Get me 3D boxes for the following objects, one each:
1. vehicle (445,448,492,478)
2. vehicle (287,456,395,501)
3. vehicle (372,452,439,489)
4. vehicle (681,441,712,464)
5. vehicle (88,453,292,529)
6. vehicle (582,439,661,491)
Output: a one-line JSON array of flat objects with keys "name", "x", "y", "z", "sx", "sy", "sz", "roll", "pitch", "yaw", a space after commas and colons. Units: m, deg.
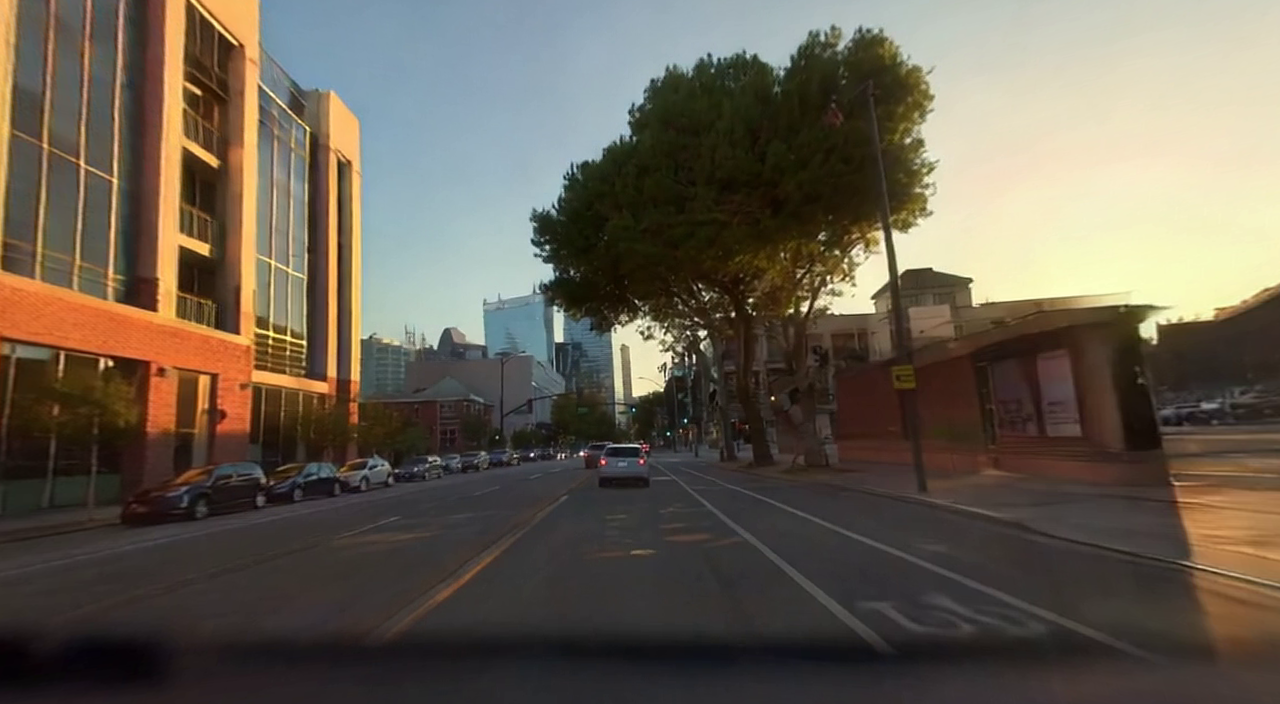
[{"name": "vehicle", "x": -12.160, "y": 7.846, "z": 45.123, "sx": 2.090, "sy": 1.784, "sz": 4.832, "roll": -4, "pitch": -8, "yaw": -2}, {"name": "vehicle", "x": -11.855, "y": 5.015, "z": 25.506, "sx": 1.991, "sy": 1.507, "sz": 4.879, "roll": 0, "pitch": -8, "yaw": 0}, {"name": "vehicle", "x": -12.171, "y": 6.133, "z": 33.046, "sx": 1.976, "sy": 1.577, "sz": 4.091, "roll": -4, "pitch": -8, "yaw": -1}, {"name": "vehicle", "x": 4.257, "y": 7.620, "z": 48.219, "sx": 1.924, "sy": 1.645, "sz": 4.528, "roll": -1, "pitch": -8, "yaw": -1}, {"name": "vehicle", "x": -11.975, "y": 3.676, "z": 17.359, "sx": 2.077, "sy": 1.732, "sz": 4.704, "roll": 0, "pitch": -8, "yaw": 0}, {"name": "vehicle", "x": -0.548, "y": 3.561, "z": 20.234, "sx": 2.269, "sy": 1.479, "sz": 3.980, "roll": 0, "pitch": -8, "yaw": -1}]
